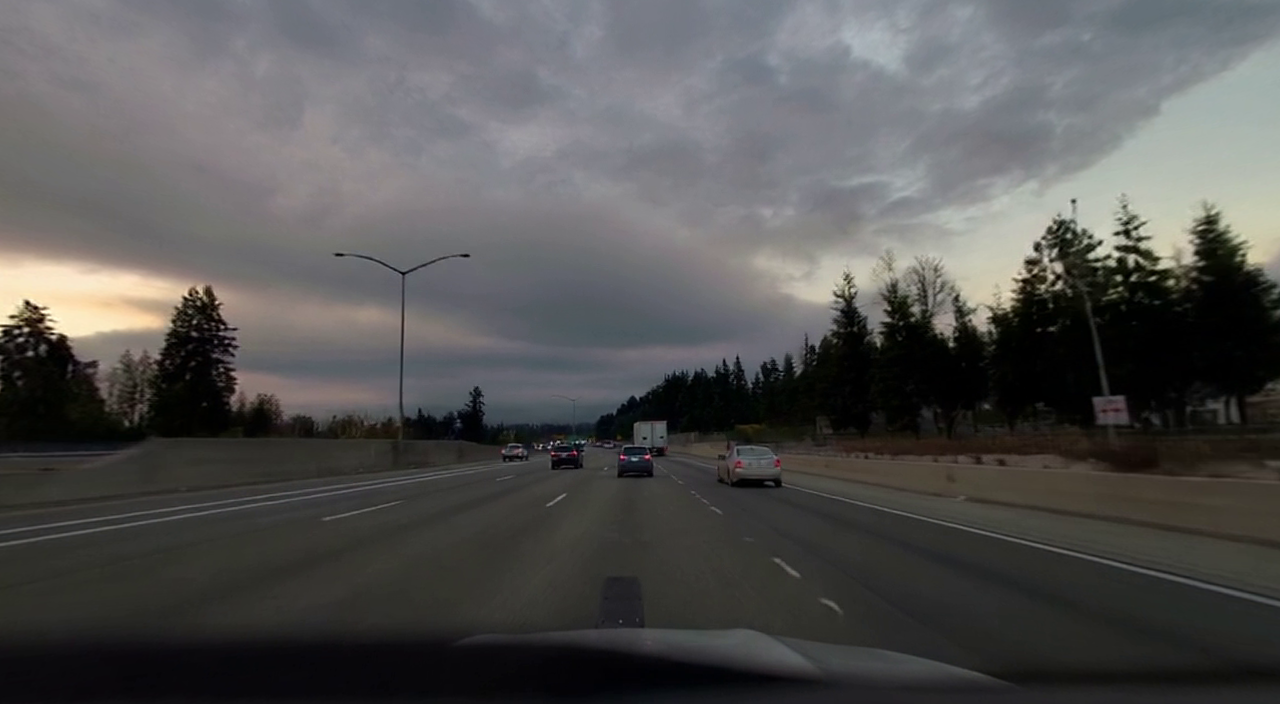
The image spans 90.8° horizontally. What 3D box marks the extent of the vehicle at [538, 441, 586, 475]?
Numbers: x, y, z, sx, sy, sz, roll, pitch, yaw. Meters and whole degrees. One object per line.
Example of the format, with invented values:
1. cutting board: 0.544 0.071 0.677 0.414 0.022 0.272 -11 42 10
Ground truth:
1. vehicle: -4.099 5.642 33.918 1.988 1.696 4.754 0 -9 0

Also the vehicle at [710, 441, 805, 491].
1. vehicle: 3.760 3.748 21.157 2.146 1.482 4.665 0 -9 -2

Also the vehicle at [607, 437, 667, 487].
1. vehicle: -0.132 4.152 24.236 2.103 1.717 4.399 0 -9 -1
